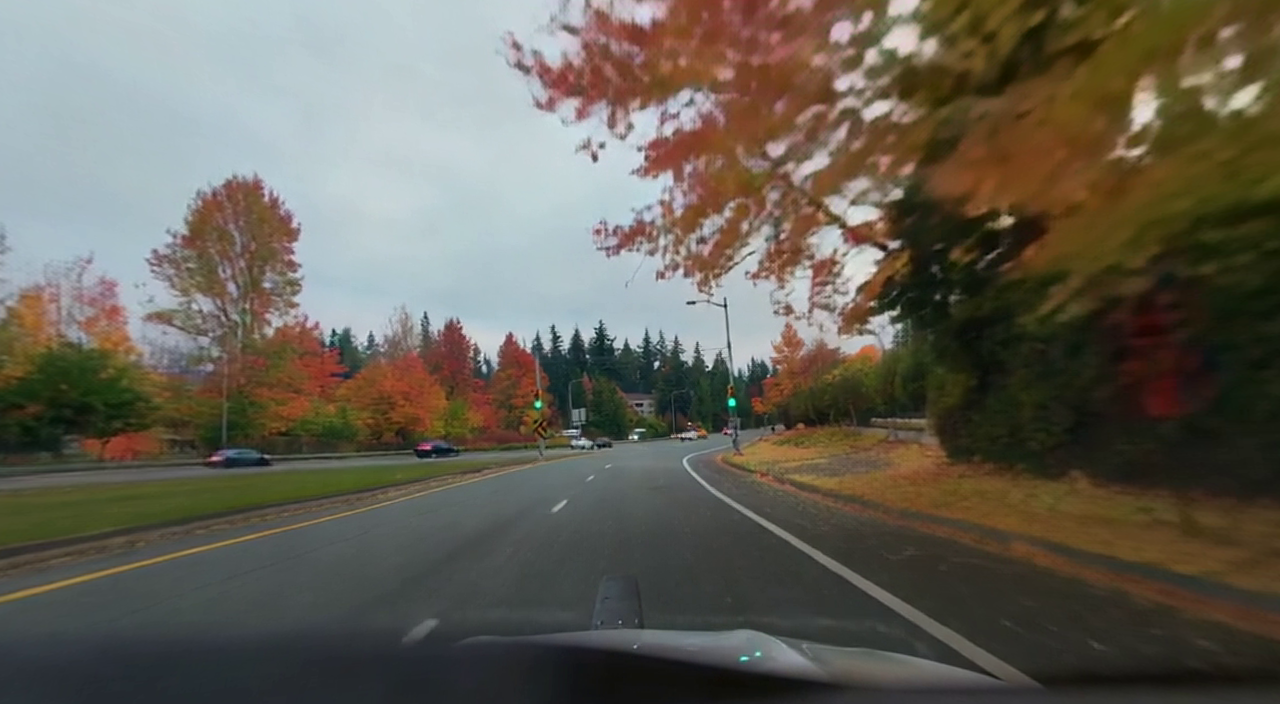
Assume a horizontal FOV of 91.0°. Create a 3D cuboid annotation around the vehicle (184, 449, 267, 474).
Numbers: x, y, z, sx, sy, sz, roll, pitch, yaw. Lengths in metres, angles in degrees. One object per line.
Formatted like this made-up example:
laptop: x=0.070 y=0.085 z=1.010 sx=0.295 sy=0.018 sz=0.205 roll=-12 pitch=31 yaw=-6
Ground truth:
vehicle: x=-27.692 y=7.294 z=42.215 sx=1.865 sy=1.518 sz=4.231 roll=-3 pitch=-9 yaw=19
